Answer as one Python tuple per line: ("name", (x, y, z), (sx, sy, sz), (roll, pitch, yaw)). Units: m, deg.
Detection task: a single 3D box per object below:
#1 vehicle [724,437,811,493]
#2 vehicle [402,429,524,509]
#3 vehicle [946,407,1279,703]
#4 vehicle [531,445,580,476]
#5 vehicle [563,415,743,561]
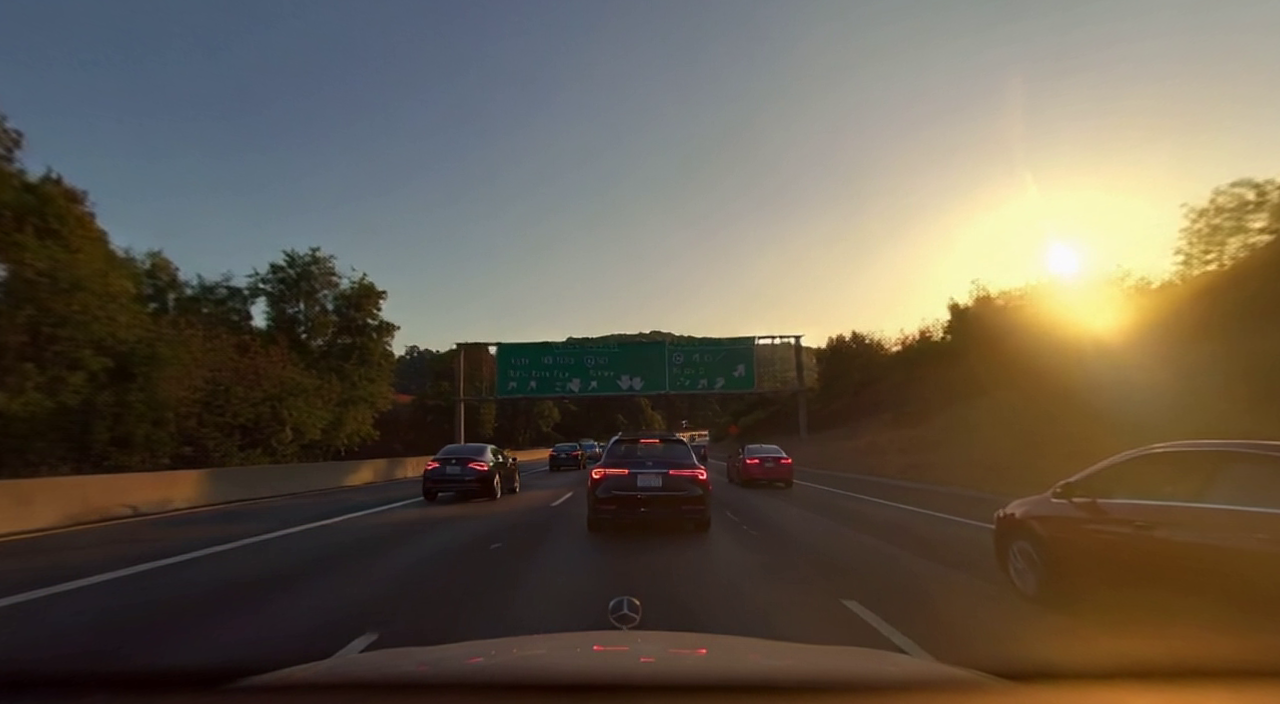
("vehicle", (3.952, 3.571, 20.219), (1.905, 1.590, 3.746), (0, -9, -2))
("vehicle", (-4.213, 2.856, 15.699), (1.890, 1.708, 3.844), (0, -9, 0))
("vehicle", (3.680, 1.039, 3.198), (1.953, 1.434, 4.511), (0, -9, 0))
("vehicle", (-4.196, 5.457, 31.847), (1.910, 1.468, 3.781), (0, -9, 1))
("vehicle", (0.137, 1.897, 9.357), (2.093, 1.695, 3.782), (0, -9, 0))
